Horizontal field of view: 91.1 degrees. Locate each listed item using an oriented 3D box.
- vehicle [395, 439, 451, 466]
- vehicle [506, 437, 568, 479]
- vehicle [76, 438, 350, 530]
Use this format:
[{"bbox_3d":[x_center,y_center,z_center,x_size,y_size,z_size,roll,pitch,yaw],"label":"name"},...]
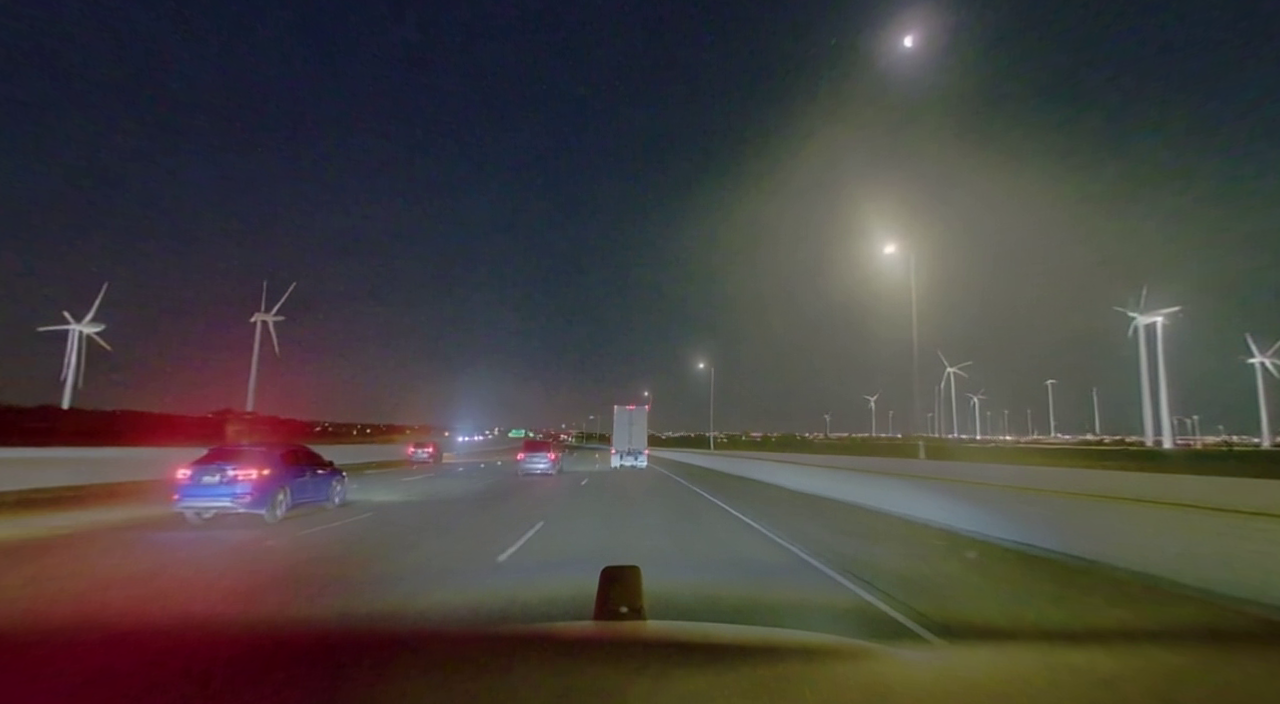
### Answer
[{"bbox_3d":[-15.878,7.372,46.274,2.285,1.835,5.672,0,-8,-3],"label":"vehicle"},{"bbox_3d":[-4.395,4.584,27.415,2.109,1.684,3.783,0,-8,-1],"label":"vehicle"},{"bbox_3d":[-8.067,2.501,12.619,2.271,1.488,4.597,0,-8,0],"label":"vehicle"}]
